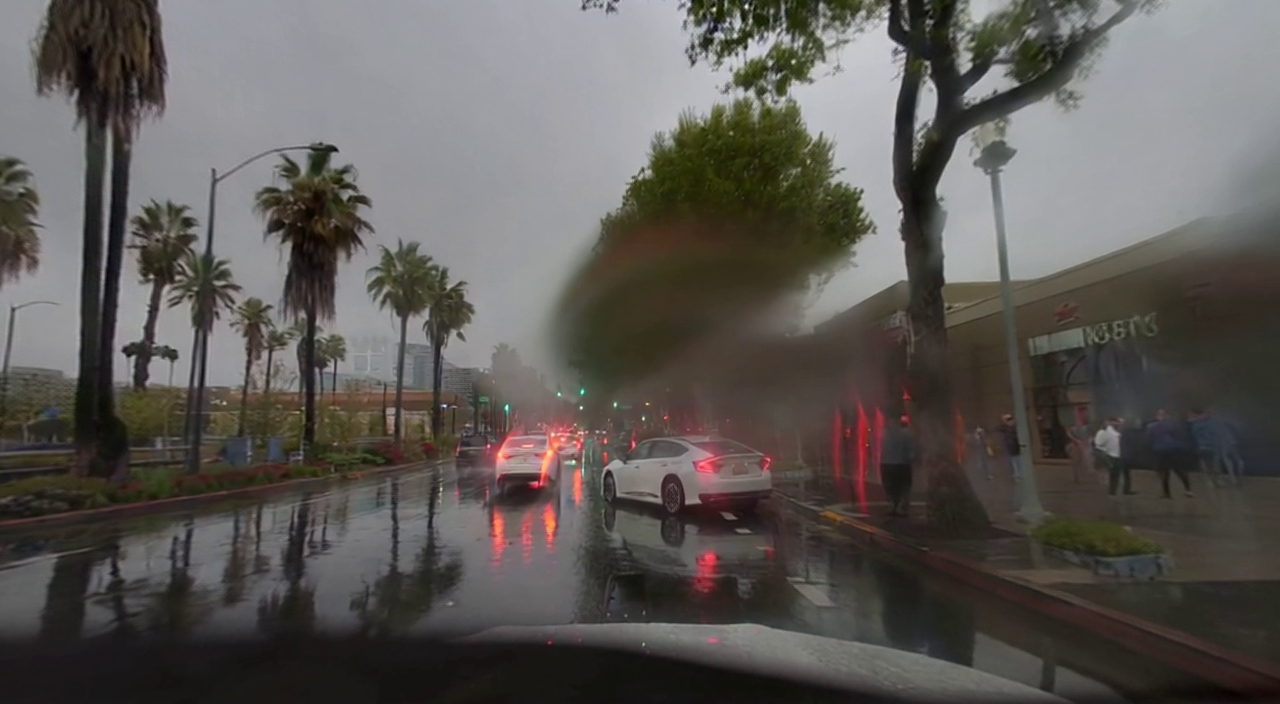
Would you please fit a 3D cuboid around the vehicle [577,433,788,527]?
[{"bbox_3d":[0.570,2.412,12.532,1.930,1.477,4.657,4,-10,-29],"label":"vehicle"}]

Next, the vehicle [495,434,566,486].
[{"bbox_3d":[-3.807,3.827,22.615,2.039,1.628,4.331,0,-9,-4],"label":"vehicle"}]

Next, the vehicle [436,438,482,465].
[{"bbox_3d":[-11.305,6.228,39.549,1.930,1.583,4.423,0,-9,-5],"label":"vehicle"}]
